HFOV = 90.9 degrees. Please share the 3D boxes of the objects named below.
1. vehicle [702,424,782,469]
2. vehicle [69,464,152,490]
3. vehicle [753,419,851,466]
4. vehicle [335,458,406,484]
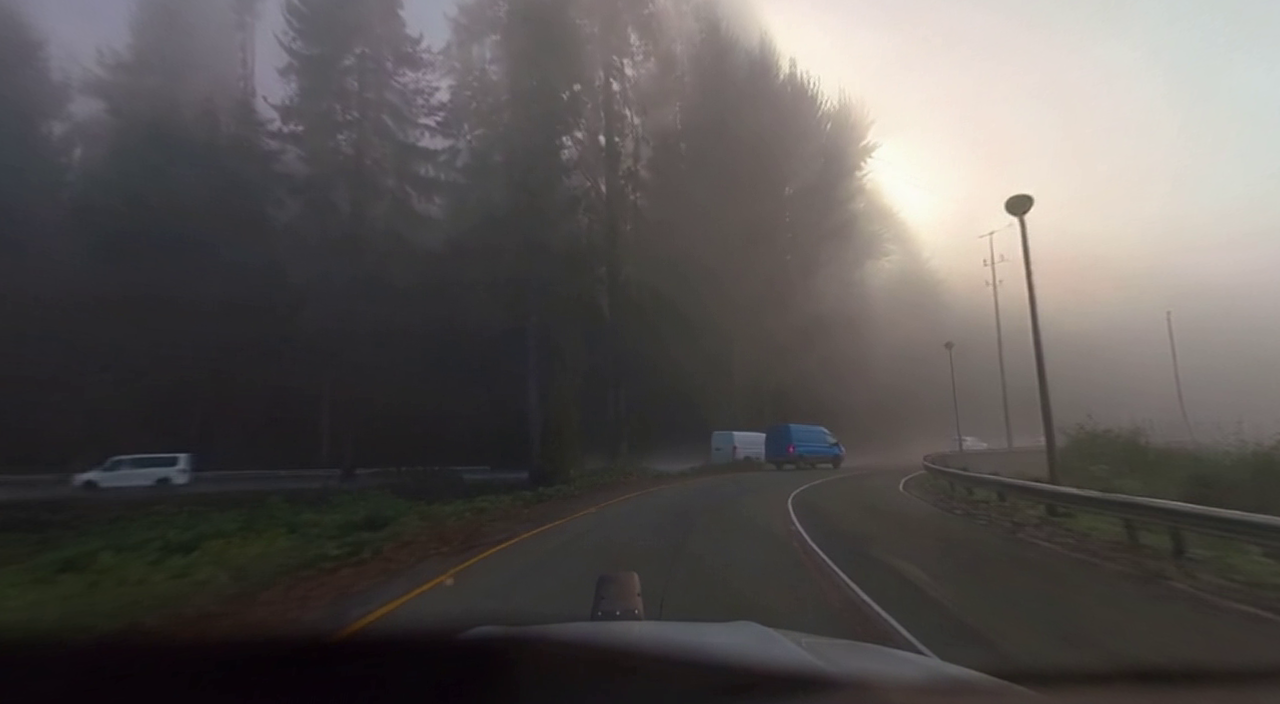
[{"bbox_3d":[6.485,5.961,39.902,4.784,2.535,2.203,3,-10,-38],"label":"vehicle"},{"bbox_3d":[-33.146,7.802,39.571,3.769,1.375,1.608,5,-10,-34],"label":"vehicle"},{"bbox_3d":[11.245,6.221,43.476,7.155,2.942,2.420,6,-10,-36],"label":"vehicle"},{"bbox_3d":[-17.727,7.815,41.552,3.983,1.518,1.730,6,-10,-35],"label":"vehicle"}]
